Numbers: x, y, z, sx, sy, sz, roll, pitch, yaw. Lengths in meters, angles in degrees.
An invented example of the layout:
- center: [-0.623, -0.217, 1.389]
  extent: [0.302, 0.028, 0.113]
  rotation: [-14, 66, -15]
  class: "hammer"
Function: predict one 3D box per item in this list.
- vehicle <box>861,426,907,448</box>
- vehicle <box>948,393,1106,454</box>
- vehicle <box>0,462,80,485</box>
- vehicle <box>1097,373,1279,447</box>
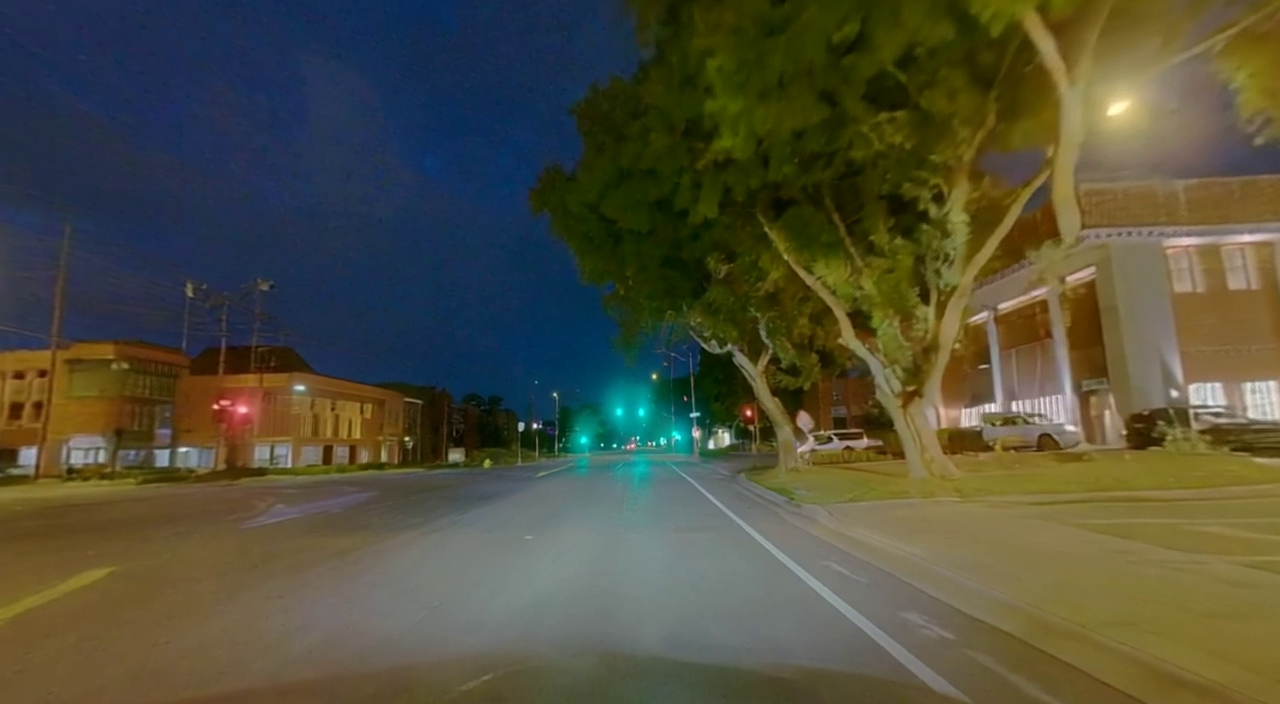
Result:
- center: [17.545, 6.124, 45.223]
  extent: [1.824, 1.499, 3.812]
  rotation: [-7, -11, 39]
  class: "vehicle"
- center: [11.641, 2.279, 19.498]
  extent: [2.036, 1.636, 4.995]
  rotation: [0, -8, 5]
  class: "vehicle"
- center: [-46.027, 9.296, 48.421]
  extent: [1.839, 1.599, 4.540]
  rotation: [0, -8, -1]
  class: "vehicle"
- center: [16.807, 1.869, 19.237]
  extent: [2.027, 1.910, 4.824]
  rotation: [-3, -8, 1]
  class: "vehicle"
